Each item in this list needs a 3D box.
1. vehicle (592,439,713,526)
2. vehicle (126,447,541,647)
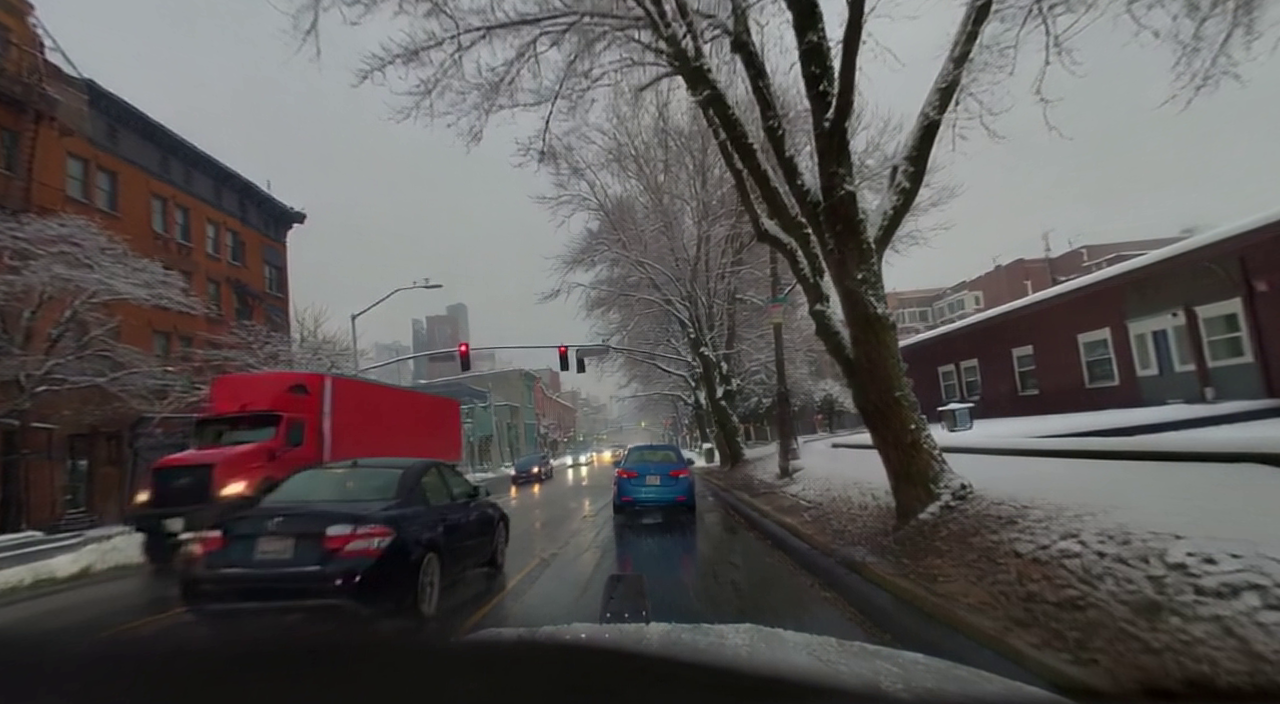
[{"bbox_3d":[0.249,2.563,12.953,2.094,1.478,3.922,0,-8,1],"label":"vehicle"},{"bbox_3d":[-2.667,1.809,7.137,2.099,1.424,4.843,-1,-8,3],"label":"vehicle"}]
